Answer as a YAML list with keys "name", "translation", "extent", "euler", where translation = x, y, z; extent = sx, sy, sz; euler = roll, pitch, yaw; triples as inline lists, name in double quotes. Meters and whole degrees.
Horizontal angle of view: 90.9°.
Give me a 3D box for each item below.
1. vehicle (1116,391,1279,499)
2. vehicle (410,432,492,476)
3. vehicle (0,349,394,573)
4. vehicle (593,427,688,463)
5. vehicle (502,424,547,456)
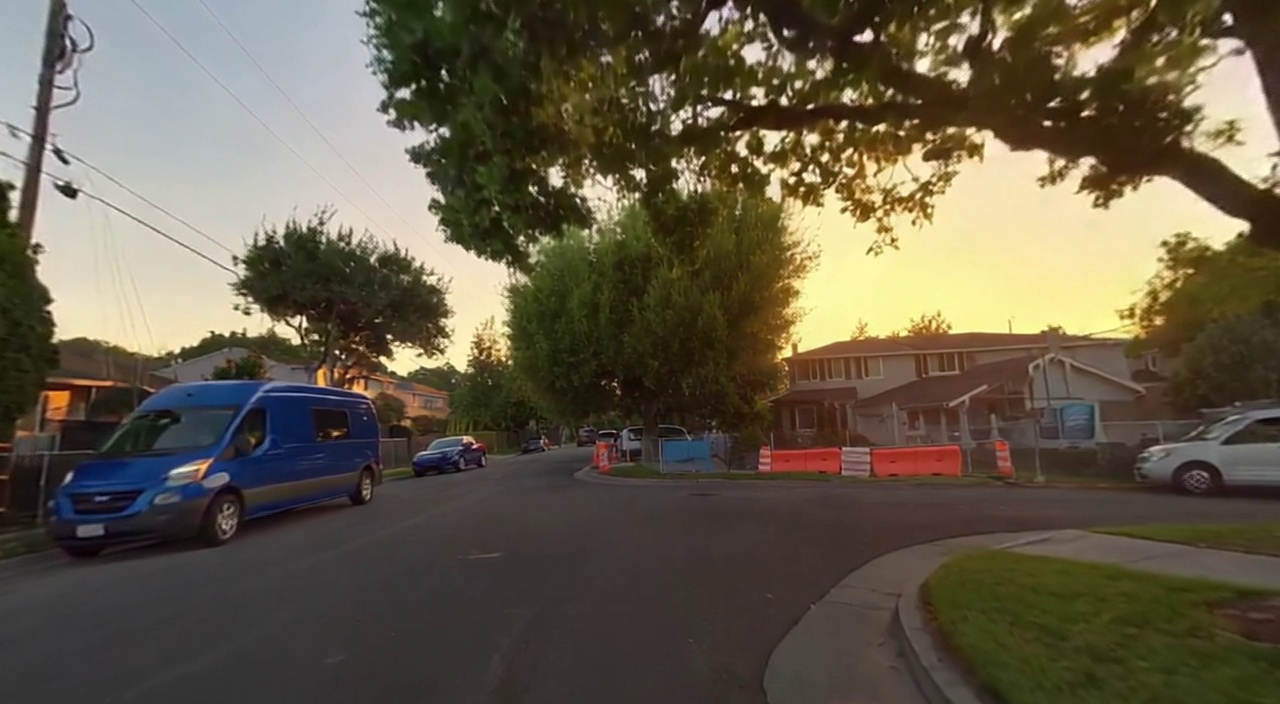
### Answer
- name: "vehicle"
  translation: [12.186, 1.752, 11.996]
  extent: [4.624, 1.924, 2.005]
  euler: [-5, -9, 29]
- name: "vehicle"
  translation: [-7.065, 3.816, 23.940]
  extent: [1.899, 1.524, 4.082]
  euler: [0, -8, -1]
- name: "vehicle"
  translation: [-6.623, 1.625, 10.894]
  extent: [2.284, 2.500, 7.006]
  euler: [-2, -6, -3]
- name: "vehicle"
  translation: [0.084, 4.102, 27.961]
  extent: [4.070, 1.436, 1.827]
  euler: [7, -10, -42]
- name: "vehicle"
  translation: [-7.430, 5.696, 41.024]
  extent: [2.042, 1.937, 4.960]
  euler: [0, -8, -1]
